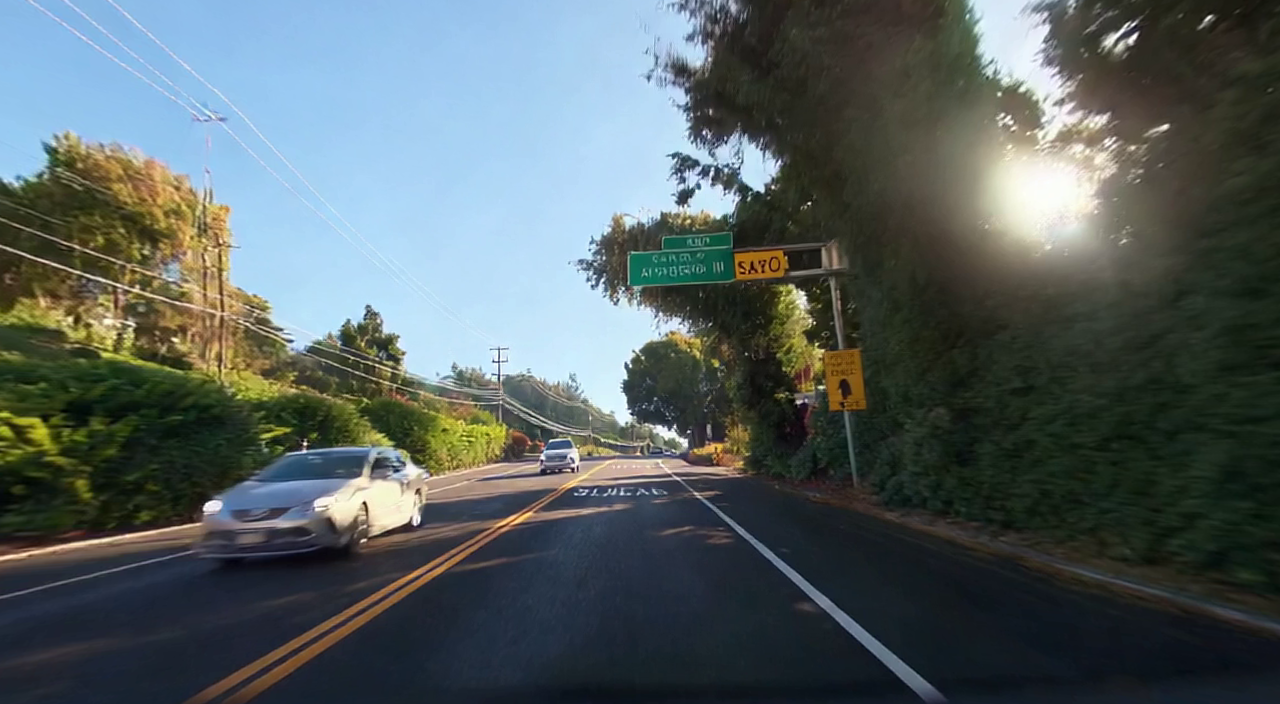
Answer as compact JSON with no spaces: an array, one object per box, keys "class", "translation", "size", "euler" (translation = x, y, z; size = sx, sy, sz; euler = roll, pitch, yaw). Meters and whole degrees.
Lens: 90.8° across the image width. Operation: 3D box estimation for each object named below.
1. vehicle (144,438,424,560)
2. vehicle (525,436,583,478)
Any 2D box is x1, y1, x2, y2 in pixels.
[{"class":"vehicle","translation":[-5.264,2.199,10.238],"size":[2.023,1.511,4.355],"euler":[0,-9,-1]},{"class":"vehicle","translation":[-3.955,4.894,29.655],"size":[2.018,1.702,4.423],"euler":[-3,-9,1]}]
